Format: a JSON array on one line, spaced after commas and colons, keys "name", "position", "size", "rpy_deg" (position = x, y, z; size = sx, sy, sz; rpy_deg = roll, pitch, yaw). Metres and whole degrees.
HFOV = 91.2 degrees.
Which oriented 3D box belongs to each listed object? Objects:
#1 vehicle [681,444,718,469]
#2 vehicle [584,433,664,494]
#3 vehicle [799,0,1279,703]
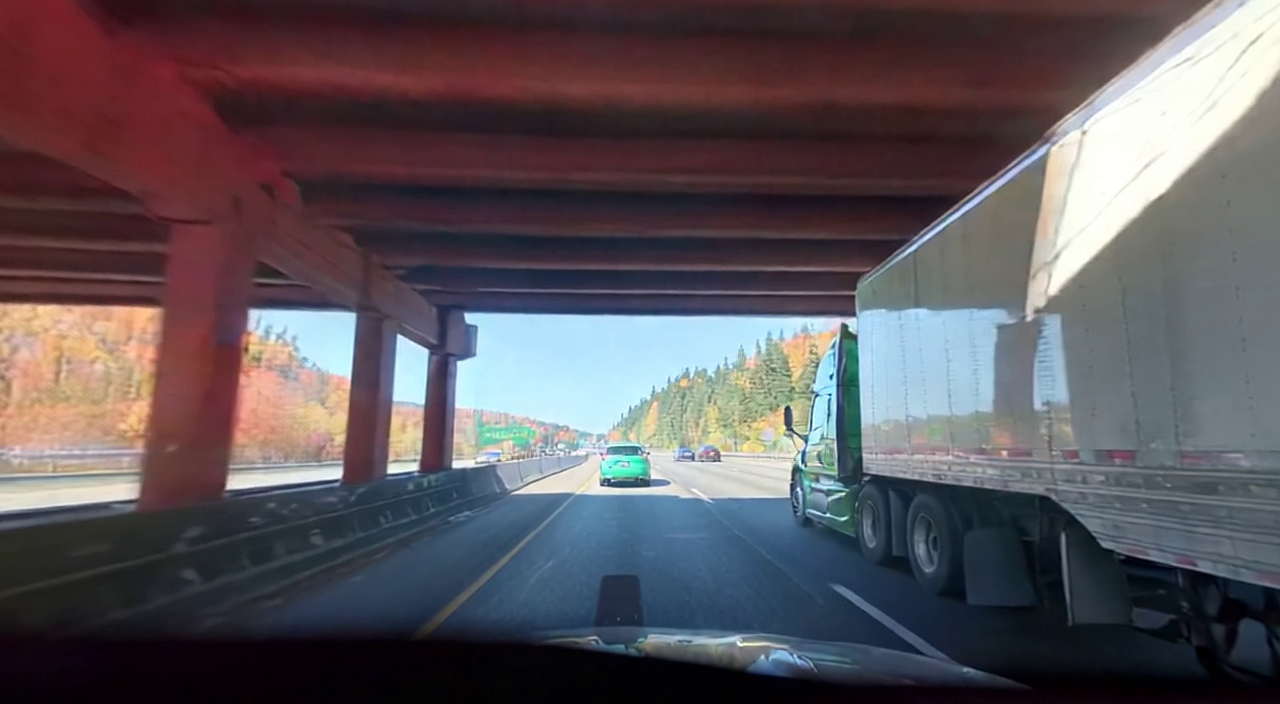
[{"name": "vehicle", "position": [3.773, 6.757, 40.572], "size": [1.894, 1.487, 3.751], "rpy_deg": [0, -9, -2]}, {"name": "vehicle", "position": [-0.491, 3.458, 19.775], "size": [2.259, 1.699, 4.015], "rpy_deg": [0, -9, -1]}, {"name": "vehicle", "position": [4.240, 0.113, 5.698], "size": [2.992, 3.920, 8.831], "rpy_deg": [0, -9, -1]}]
